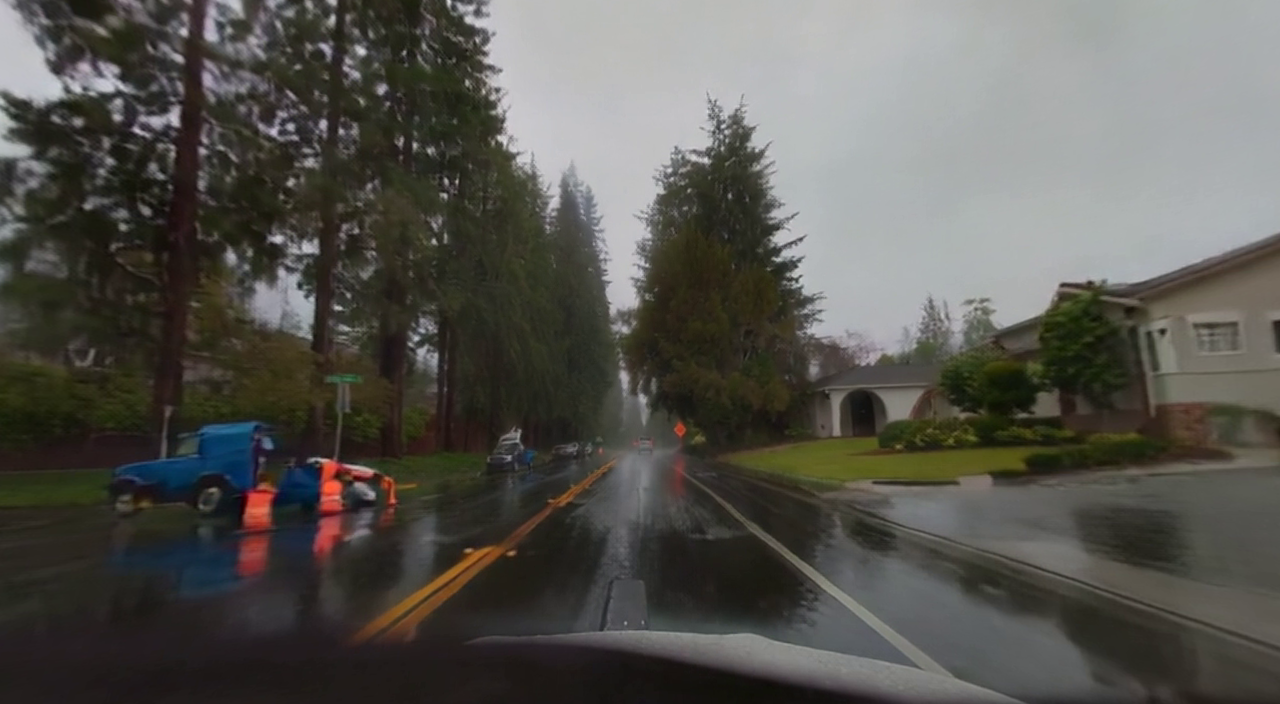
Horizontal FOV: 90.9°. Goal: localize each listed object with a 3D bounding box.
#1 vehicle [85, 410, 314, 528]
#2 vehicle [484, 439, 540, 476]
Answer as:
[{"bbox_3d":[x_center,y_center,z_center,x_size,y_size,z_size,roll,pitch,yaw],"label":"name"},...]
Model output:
[{"bbox_3d":[-10.790,2.865,15.889,4.120,2.628,2.064,3,-9,-19],"label":"vehicle"},{"bbox_3d":[-8.069,6.680,40.438,2.422,1.855,6.165,-4,-7,-2],"label":"vehicle"}]
